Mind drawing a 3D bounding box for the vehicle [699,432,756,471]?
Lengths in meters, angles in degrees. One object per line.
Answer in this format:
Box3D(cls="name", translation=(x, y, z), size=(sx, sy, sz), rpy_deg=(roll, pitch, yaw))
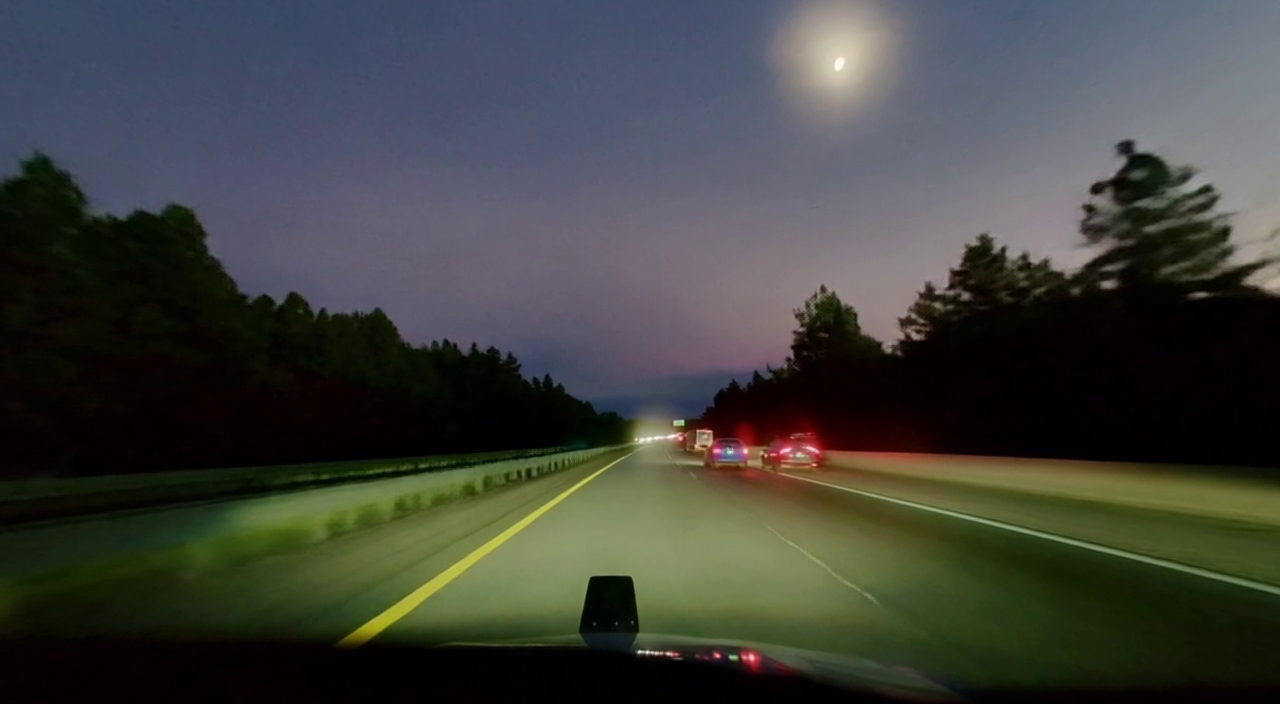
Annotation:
Box3D(cls="vehicle", translation=(3.987, 4.612, 29.335), size=(2.022, 1.663, 4.245), rpy_deg=(0, -8, 0))
